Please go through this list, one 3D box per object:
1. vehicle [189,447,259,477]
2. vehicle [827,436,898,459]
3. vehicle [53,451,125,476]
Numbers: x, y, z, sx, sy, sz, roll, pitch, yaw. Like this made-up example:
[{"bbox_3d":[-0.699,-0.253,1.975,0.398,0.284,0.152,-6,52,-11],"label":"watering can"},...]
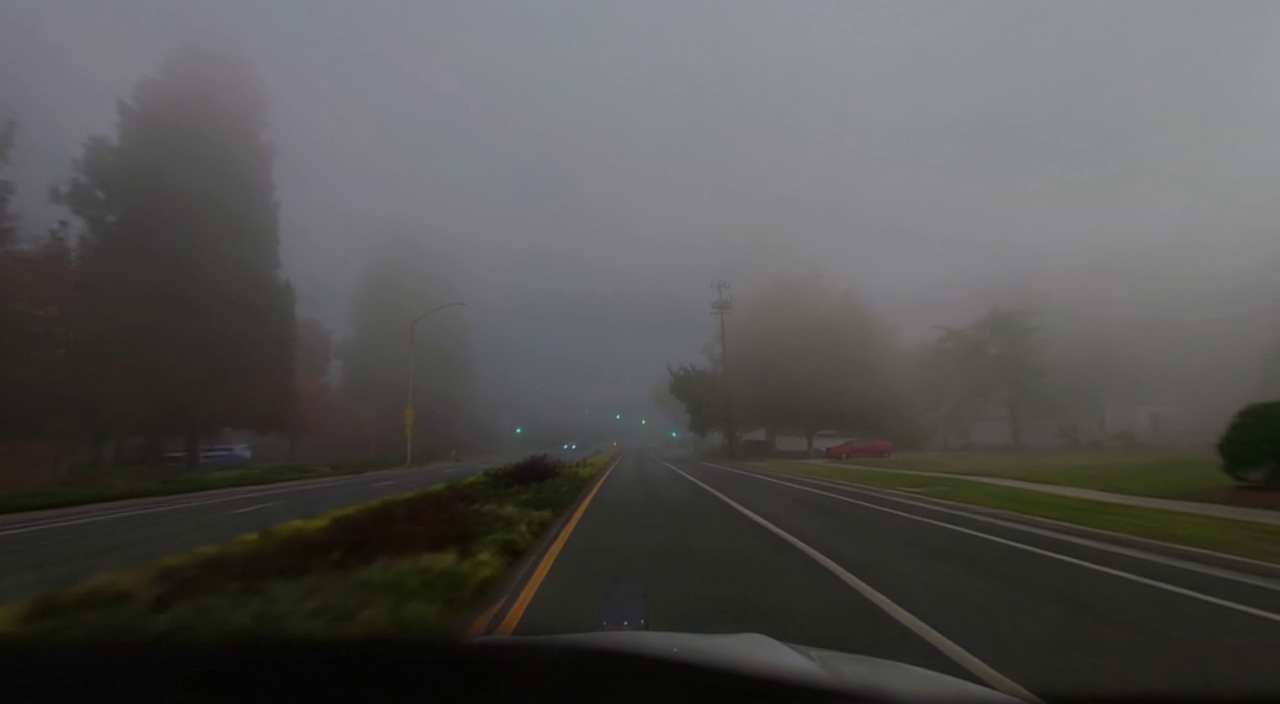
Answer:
[{"bbox_3d":[-25.110,6.653,38.256,1.958,1.668,4.701,2,-10,-14],"label":"vehicle"},{"bbox_3d":[14.626,6.287,41.546,4.253,1.397,1.717,-3,-9,17],"label":"vehicle"},{"bbox_3d":[-40.682,8.233,46.644,1.923,1.679,4.598,1,-9,-12],"label":"vehicle"}]
